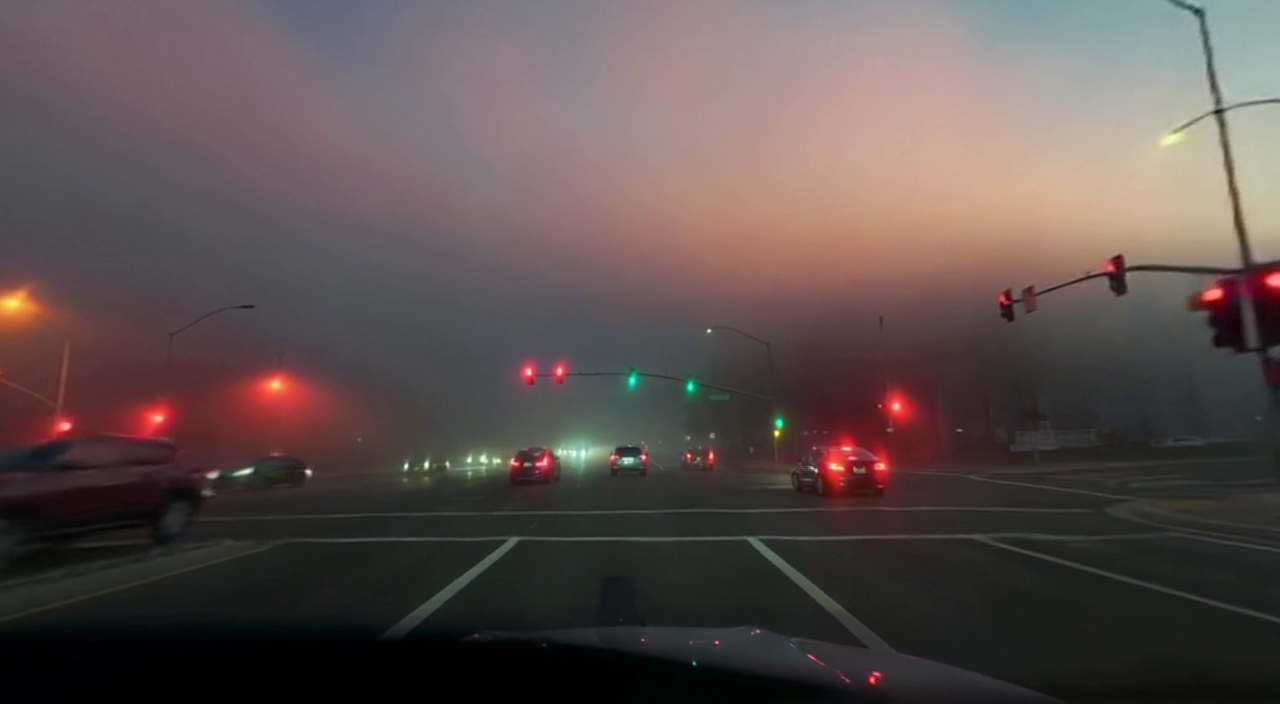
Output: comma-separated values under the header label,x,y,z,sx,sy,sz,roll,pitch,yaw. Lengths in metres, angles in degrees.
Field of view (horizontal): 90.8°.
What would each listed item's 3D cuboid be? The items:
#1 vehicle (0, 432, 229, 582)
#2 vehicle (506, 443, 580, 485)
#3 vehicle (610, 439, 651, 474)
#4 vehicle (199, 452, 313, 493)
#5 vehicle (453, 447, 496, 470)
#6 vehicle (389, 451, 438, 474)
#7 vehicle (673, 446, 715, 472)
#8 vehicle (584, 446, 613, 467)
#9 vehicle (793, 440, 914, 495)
label,x,y,z,sx,sy,sz,roll,pitch,yaw
vehicle,-7.409,1.714,7.450,2.013,1.488,4.596,0,-8,0
vehicle,-3.753,4.414,25.275,2.163,1.474,4.413,0,-8,1
vehicle,-0.439,5.473,33.270,2.008,1.716,4.125,0,-8,0
vehicle,-15.874,4.969,26.472,1.924,1.486,4.511,0,-8,0
vehicle,-12.205,7.870,46.831,1.975,1.450,4.561,-4,-8,-1
vehicle,-15.783,7.703,44.250,1.893,1.429,4.188,0,-8,0
vehicle,3.148,6.283,37.506,2.014,1.430,4.103,1,-8,-2
vehicle,-3.173,8.054,48.966,2.002,1.502,4.057,0,-8,-1
vehicle,6.327,3.463,19.403,2.028,1.451,4.625,0,-8,-1
